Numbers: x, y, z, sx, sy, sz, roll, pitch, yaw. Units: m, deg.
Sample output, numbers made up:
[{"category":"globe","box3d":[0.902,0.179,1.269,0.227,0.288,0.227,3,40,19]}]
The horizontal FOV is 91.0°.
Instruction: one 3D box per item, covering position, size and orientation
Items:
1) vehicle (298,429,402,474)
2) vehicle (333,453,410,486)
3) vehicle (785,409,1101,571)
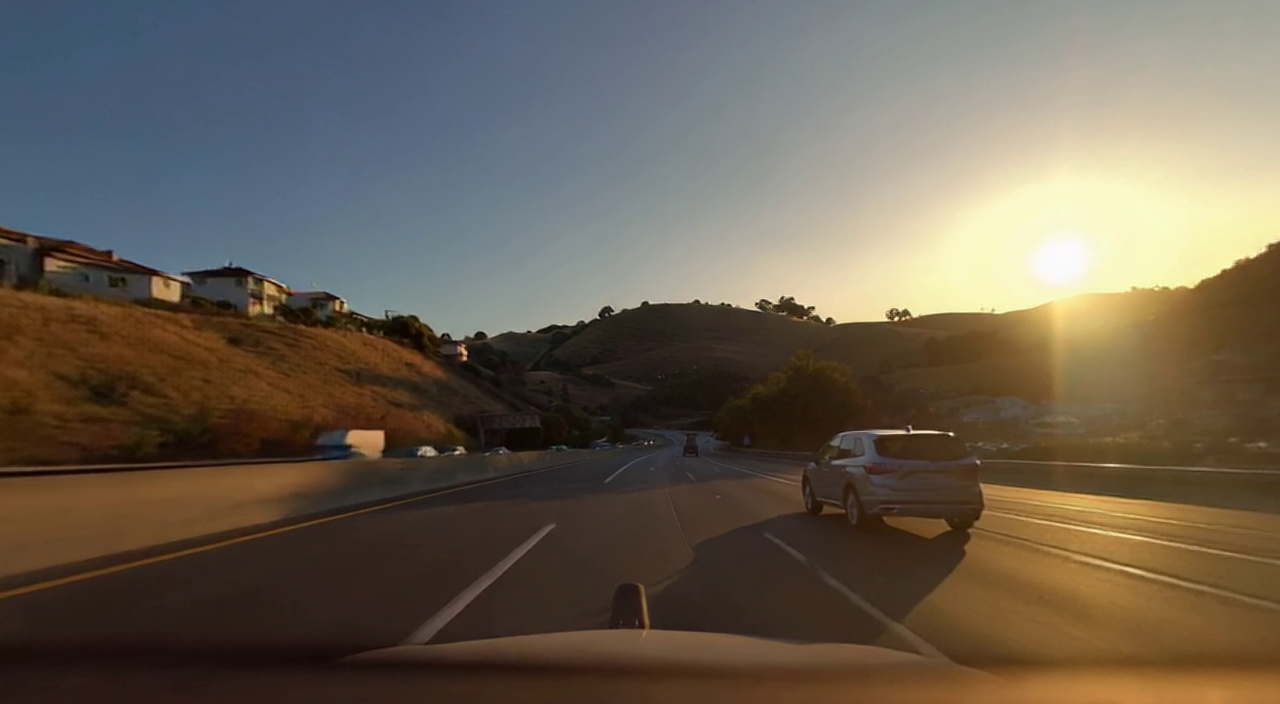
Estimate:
[{"category":"vehicle","box3d":[-20.460,7.109,45.267,2.909,2.854,9.153,0,-9,2]},{"category":"vehicle","box3d":[-13.311,5.826,31.516,1.887,1.459,4.376,0,-9,1]},{"category":"vehicle","box3d":[3.889,1.871,9.316,2.318,1.766,4.587,0,-9,-1]}]
